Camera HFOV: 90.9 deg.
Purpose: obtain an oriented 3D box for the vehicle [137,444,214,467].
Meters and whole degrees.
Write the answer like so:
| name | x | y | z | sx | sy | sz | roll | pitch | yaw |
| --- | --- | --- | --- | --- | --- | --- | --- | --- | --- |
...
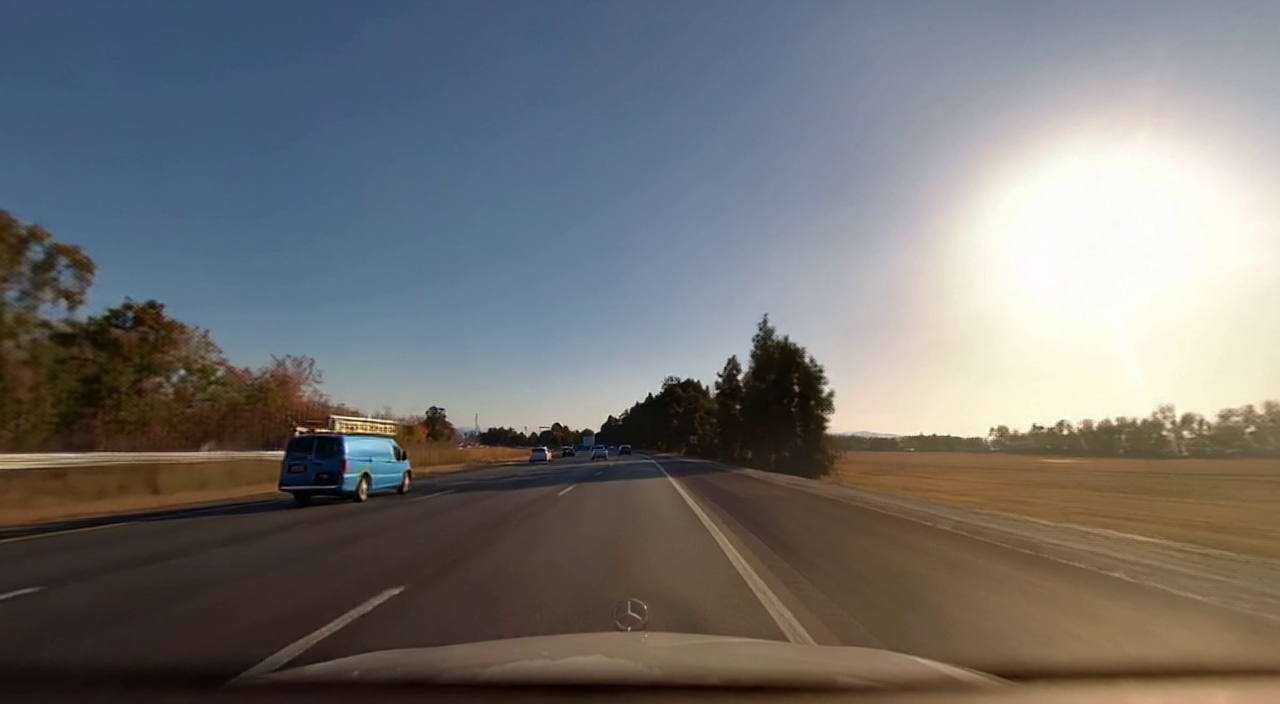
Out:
| name | x | y | z | sx | sy | sz | roll | pitch | yaw |
| --- | --- | --- | --- | --- | --- | --- | --- | --- | --- |
| vehicle | -33.011 | 7.344 | 44.994 | 1.879 | 1.491 | 4.819 | 0 | -9 | 0 |

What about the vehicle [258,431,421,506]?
| name | x | y | z | sx | sy | sz | roll | pitch | yaw |
| --- | --- | --- | --- | --- | --- | --- | --- | --- | --- |
| vehicle | -7.957 | 3.130 | 17.382 | 2.093 | 1.752 | 4.771 | 0 | -9 | 0 |
